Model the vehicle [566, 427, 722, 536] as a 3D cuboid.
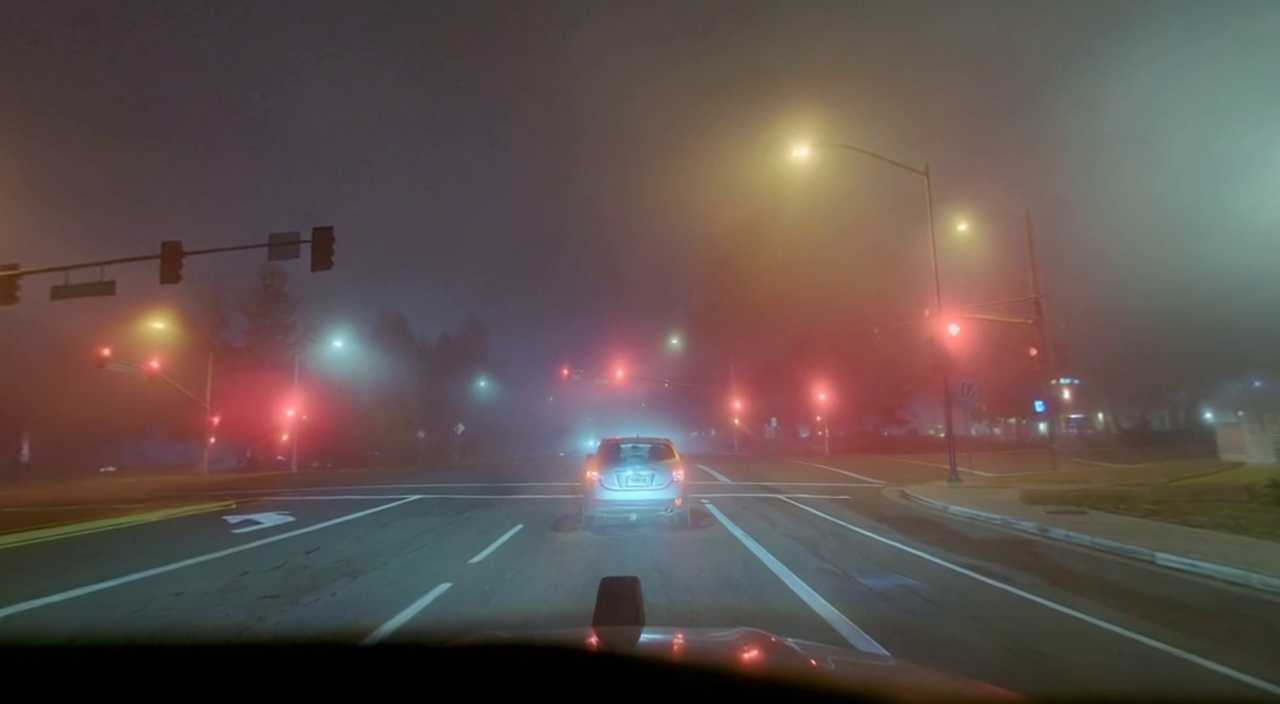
[{"bbox_3d":[0.010,2.056,10.606,2.107,1.470,3.974,0,-9,-1],"label":"vehicle"}]
